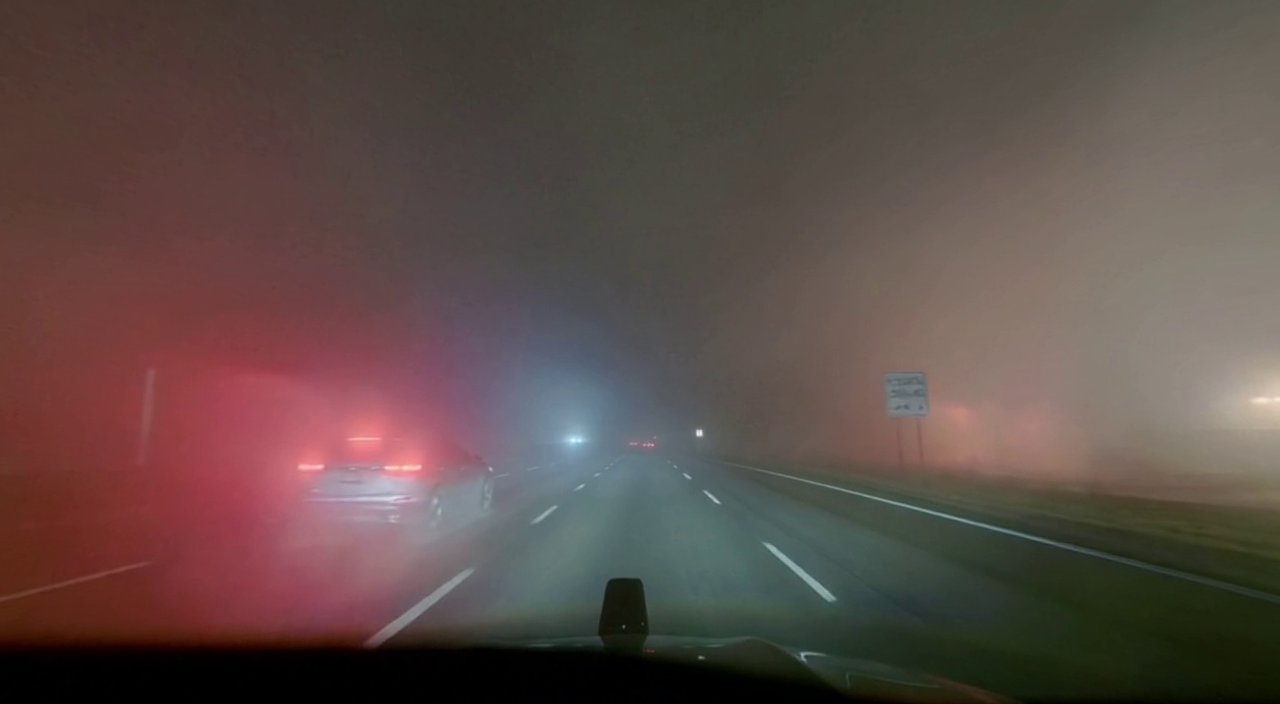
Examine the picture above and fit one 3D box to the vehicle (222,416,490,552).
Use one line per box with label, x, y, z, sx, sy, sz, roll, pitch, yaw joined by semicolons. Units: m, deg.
vehicle;-3.824;1.832;9.460;2.012;1.570;4.126;0;-8;1
